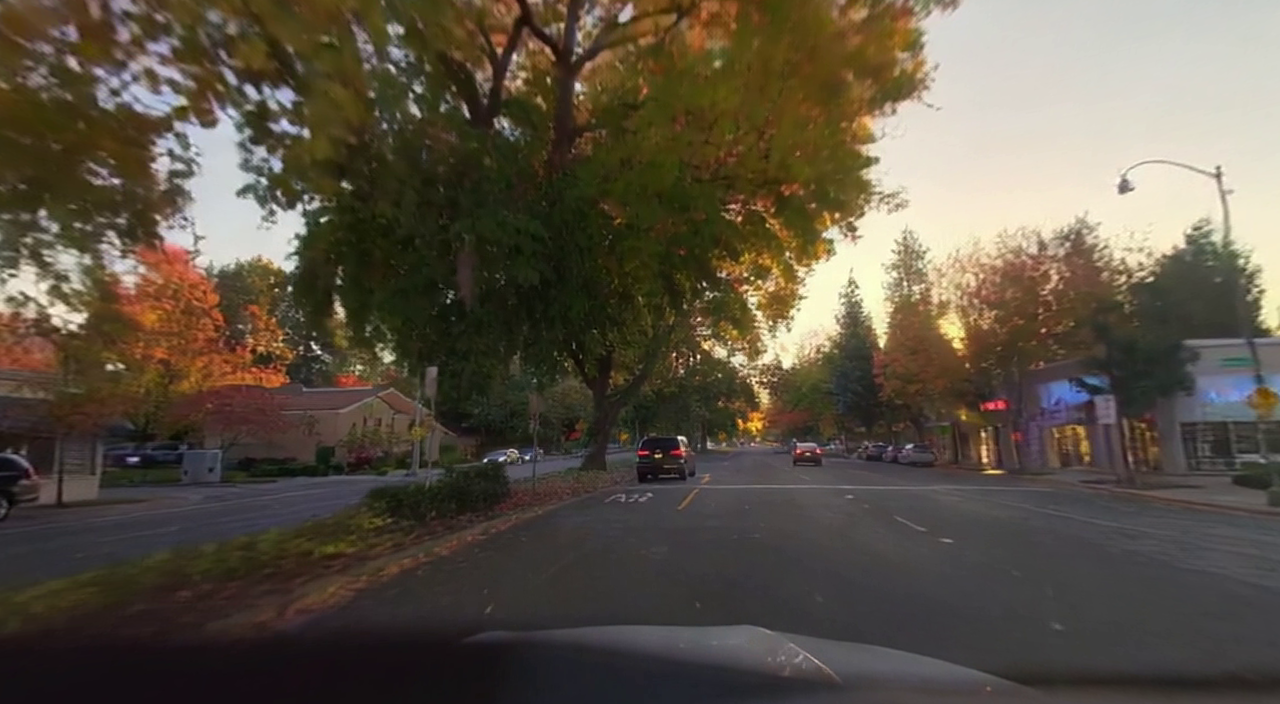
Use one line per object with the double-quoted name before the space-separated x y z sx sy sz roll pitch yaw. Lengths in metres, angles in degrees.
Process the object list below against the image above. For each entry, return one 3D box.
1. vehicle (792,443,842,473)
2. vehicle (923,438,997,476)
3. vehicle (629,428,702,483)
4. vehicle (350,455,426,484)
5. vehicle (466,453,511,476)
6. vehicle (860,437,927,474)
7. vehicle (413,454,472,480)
"vehicle" 9.320 5.575 33.477 1.886 1.464 4.290 -1 -8 7
"vehicle" 16.051 5.273 31.868 2.076 1.759 3.970 -1 -8 8
"vehicle" 1.095 3.911 24.150 2.344 1.863 4.665 -1 -8 8
"vehicle" -13.513 6.294 34.114 1.797 1.351 4.300 -2 -8 10
"vehicle" -11.526 8.564 48.218 1.947 1.558 4.065 -1 -8 7
"vehicle" 12.948 5.310 32.527 2.040 1.738 4.414 -1 -8 7
"vehicle" -12.493 7.268 40.201 1.877 1.445 4.436 -1 -8 7
